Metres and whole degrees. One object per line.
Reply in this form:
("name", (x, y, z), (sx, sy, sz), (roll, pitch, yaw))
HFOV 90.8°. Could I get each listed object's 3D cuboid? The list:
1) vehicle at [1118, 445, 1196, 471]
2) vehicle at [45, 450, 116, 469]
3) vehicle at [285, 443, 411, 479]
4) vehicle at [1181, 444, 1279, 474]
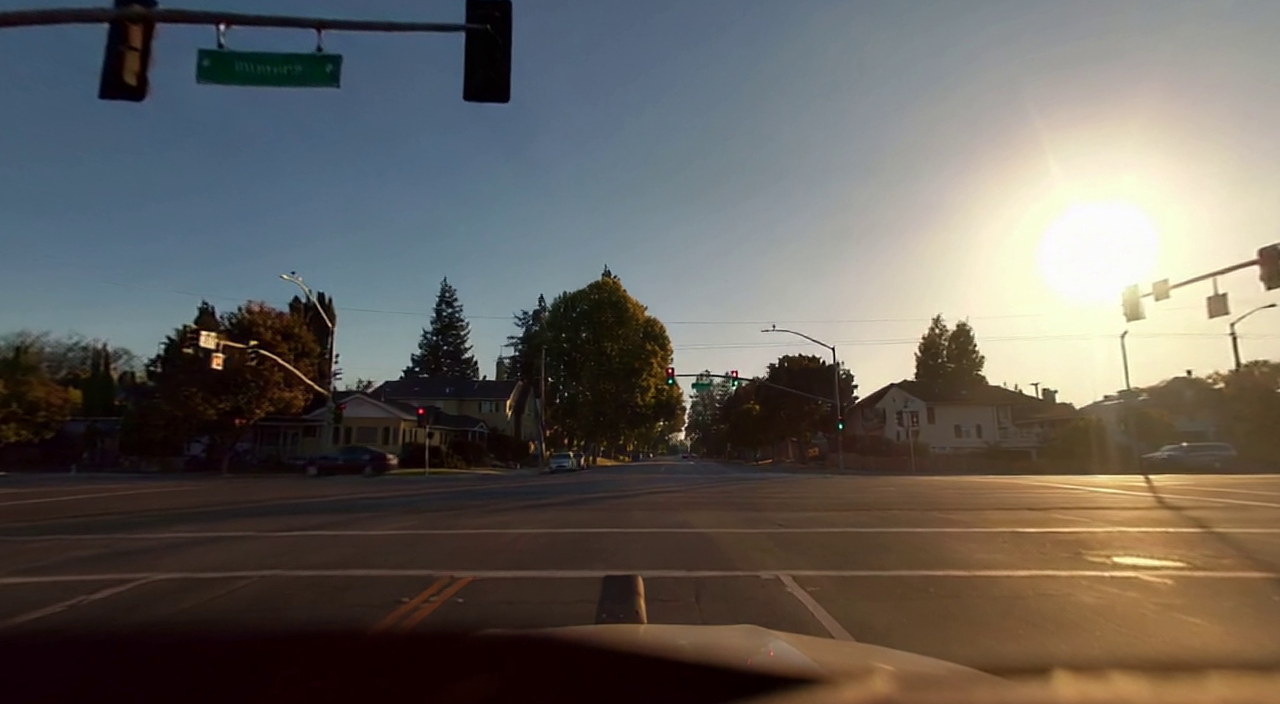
("vehicle", (37.136, 7.590, 45.531), (1.853, 1.723, 4.460), (0, -9, 0))
("vehicle", (-43.922, 8.421, 49.647), (3.949, 1.422, 1.744), (0, -9, 2))
("vehicle", (-12.646, 4.732, 27.585), (4.560, 1.463, 1.858), (0, -9, 1))
("vehicle", (37.903, 6.837, 40.547), (1.915, 1.773, 4.499), (1, -9, -9))
